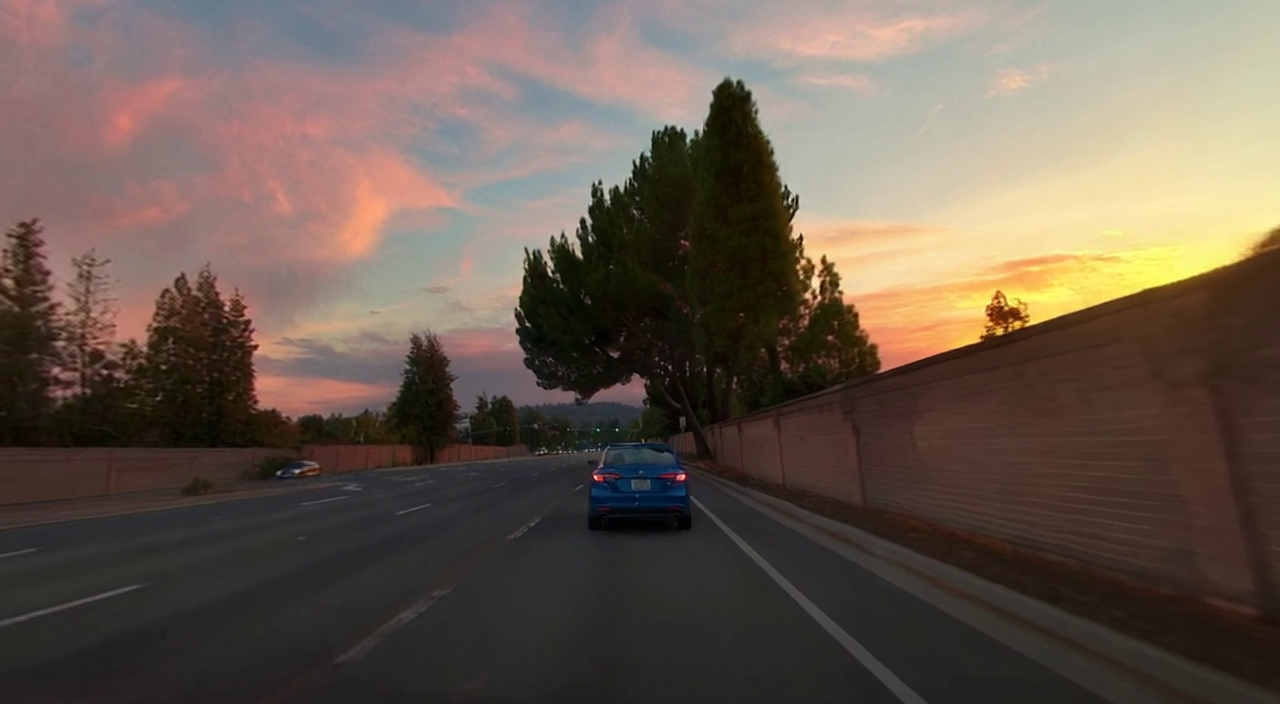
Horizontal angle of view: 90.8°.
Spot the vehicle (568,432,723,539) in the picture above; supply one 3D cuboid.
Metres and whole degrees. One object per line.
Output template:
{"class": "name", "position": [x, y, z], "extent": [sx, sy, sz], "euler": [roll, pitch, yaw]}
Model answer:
{"class": "vehicle", "position": [0.075, 2.231, 11.207], "extent": [2.205, 1.509, 4.272], "euler": [0, -8, 0]}
